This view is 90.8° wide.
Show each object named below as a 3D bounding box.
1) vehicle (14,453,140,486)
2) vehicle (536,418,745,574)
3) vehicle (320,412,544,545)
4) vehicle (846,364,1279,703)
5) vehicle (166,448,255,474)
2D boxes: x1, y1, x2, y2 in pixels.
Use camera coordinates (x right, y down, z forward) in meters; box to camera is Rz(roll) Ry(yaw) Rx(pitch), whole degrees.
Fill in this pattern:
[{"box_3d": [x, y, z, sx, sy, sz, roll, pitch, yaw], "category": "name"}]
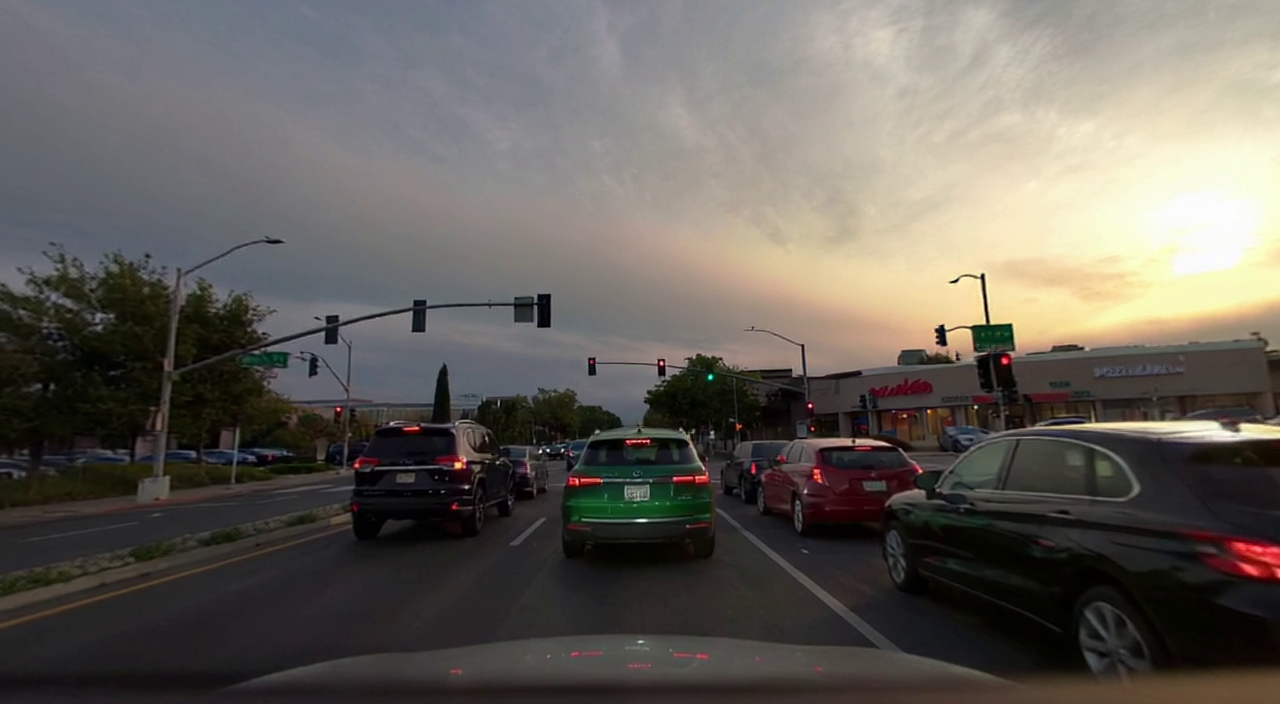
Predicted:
[{"box_3d": [-27.249, 5.678, 30.769, 4.107, 1.427, 1.883, 3, -9, -23], "category": "vehicle"}, {"box_3d": [-0.009, 1.710, 8.202, 2.071, 1.525, 3.723, 0, -8, 0], "category": "vehicle"}, {"box_3d": [-3.043, 1.972, 10.479, 2.180, 1.708, 4.397, 0, -8, 0], "category": "vehicle"}, {"box_3d": [2.959, 1.079, 3.879, 1.922, 1.508, 4.330, 0, -8, 0], "category": "vehicle"}, {"box_3d": [-27.241, 6.889, 40.262, 4.362, 1.518, 1.894, 4, -9, -26], "category": "vehicle"}]
